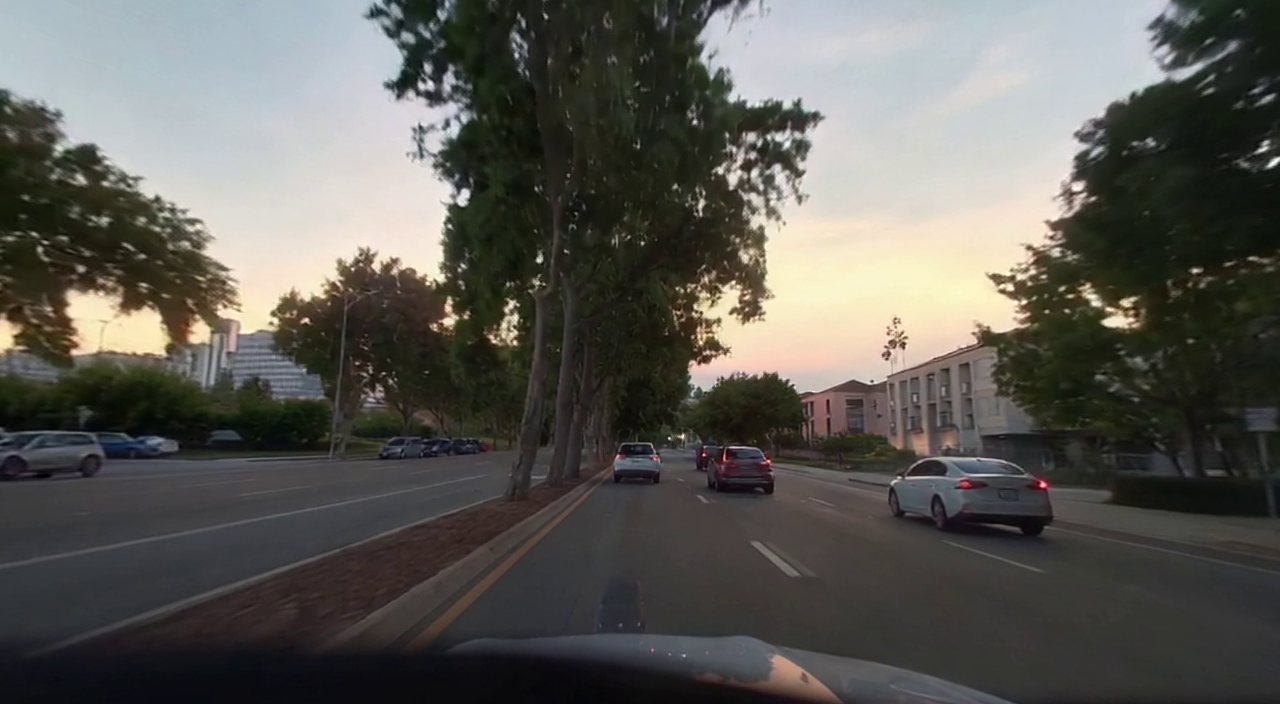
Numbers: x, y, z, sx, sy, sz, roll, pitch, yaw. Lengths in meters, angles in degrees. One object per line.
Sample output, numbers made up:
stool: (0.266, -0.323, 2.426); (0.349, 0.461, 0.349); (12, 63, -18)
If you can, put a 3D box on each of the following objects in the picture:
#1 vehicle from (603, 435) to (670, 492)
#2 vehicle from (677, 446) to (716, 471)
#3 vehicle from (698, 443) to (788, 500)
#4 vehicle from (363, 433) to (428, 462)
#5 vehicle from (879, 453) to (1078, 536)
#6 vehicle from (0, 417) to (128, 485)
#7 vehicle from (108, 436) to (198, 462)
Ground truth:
vehicle: (-0.097, 3.651, 20.905); (2.008, 1.674, 4.239); (0, -8, 0)
vehicle: (3.561, 6.778, 40.177); (2.012, 1.462, 4.163); (0, -8, -1)
vehicle: (2.985, 3.541, 19.123); (1.932, 1.510, 4.168); (0, -8, -1)
vehicle: (-18.672, 7.341, 48.359); (2.226, 2.019, 6.809); (0, -8, 1)
vehicle: (7.098, 2.984, 13.816); (1.944, 1.458, 4.268); (0, -8, -1)
vehicle: (-18.676, 2.932, 18.635); (2.094, 1.863, 5.694); (0, -8, 0)
vehicle: (-28.678, 5.721, 37.153); (1.867, 1.420, 4.409); (0, -8, -1)
